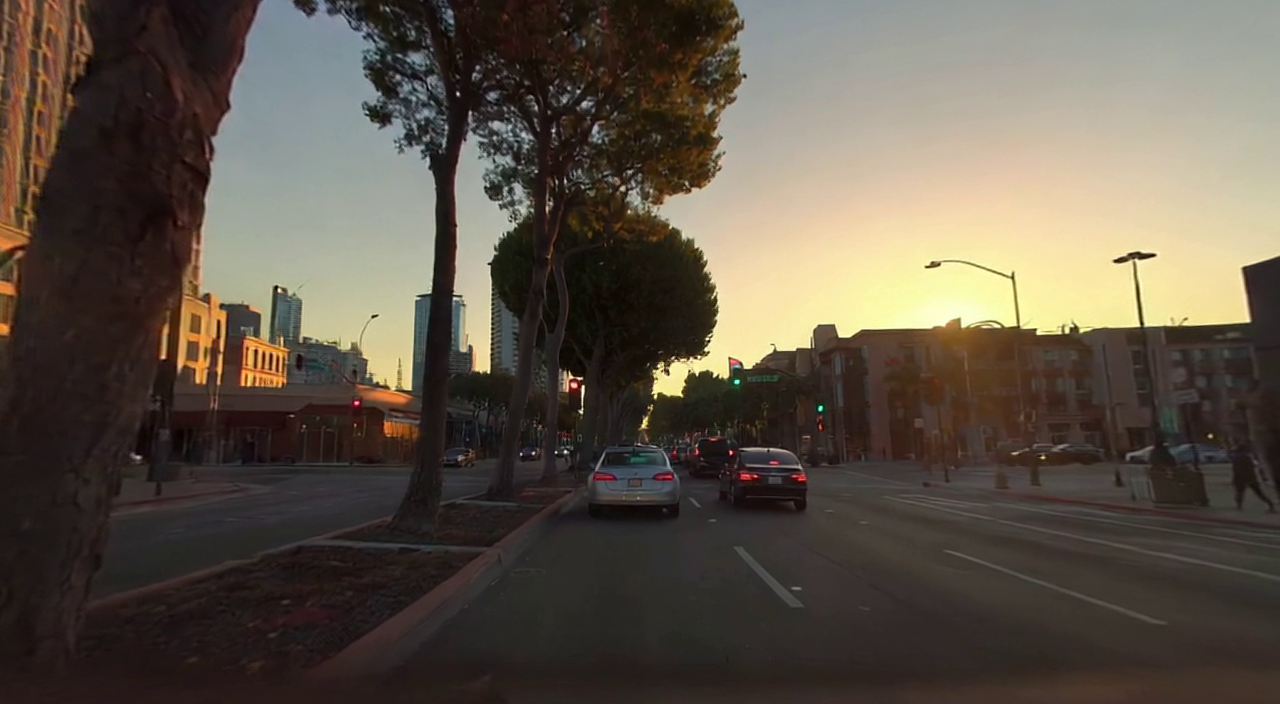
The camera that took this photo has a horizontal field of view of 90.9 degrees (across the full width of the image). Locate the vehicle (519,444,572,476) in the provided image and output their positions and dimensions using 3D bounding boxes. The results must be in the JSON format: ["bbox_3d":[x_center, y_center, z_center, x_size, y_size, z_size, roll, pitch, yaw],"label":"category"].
[{"bbox_3d":[-5.324,6.121,36.103,2.192,1.708,4.291,-1,-8,2],"label":"vehicle"}]

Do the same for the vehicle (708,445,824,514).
[{"bbox_3d":[2.935,3.058,15.664,1.893,1.446,4.270,0,-8,-1],"label":"vehicle"}]

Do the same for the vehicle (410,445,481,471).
[{"bbox_3d":[-14.349,7.821,46.841,2.098,1.748,5.353,-4,-9,22],"label":"vehicle"}]

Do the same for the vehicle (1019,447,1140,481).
[{"bbox_3d":[22.360,5.699,32.192,4.610,1.622,1.934,-1,-8,4],"label":"vehicle"}]

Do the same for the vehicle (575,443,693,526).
[{"bbox_3d":[-0.135,2.681,13.373,2.087,1.456,4.143,0,-8,-1],"label":"vehicle"}]
